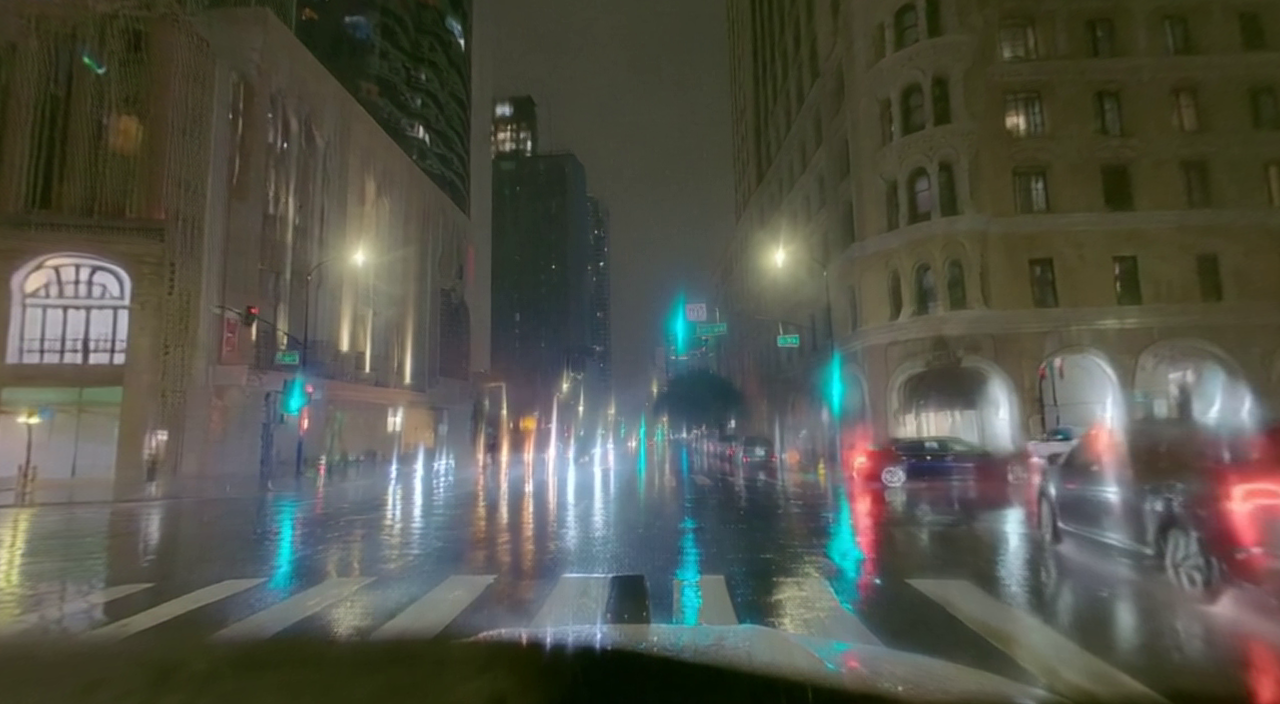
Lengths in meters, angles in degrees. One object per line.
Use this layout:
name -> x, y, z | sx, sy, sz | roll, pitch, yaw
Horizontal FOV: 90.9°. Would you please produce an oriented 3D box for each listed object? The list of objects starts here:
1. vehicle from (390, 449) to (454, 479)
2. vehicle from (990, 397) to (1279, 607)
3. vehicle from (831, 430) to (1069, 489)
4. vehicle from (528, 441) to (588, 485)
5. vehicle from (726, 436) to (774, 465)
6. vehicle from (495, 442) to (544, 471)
vehicle -> -11.917, 6.116, 34.794 | 1.998, 1.505, 4.405 | 0, -8, 0
vehicle -> 5.707, 1.414, 6.871 | 1.912, 1.505, 4.889 | -2, -9, 12
vehicle -> 8.189, 2.915, 17.223 | 5.388, 1.465, 2.050 | -1, -8, 7
vehicle -> -2.880, 3.988, 23.056 | 1.904, 1.402, 4.759 | 0, -8, -4
vehicle -> 6.259, 5.643, 36.298 | 1.926, 1.574, 3.961 | 0, -8, -2
vehicle -> -6.619, 5.761, 35.037 | 1.861, 1.508, 4.052 | 0, -8, 1
